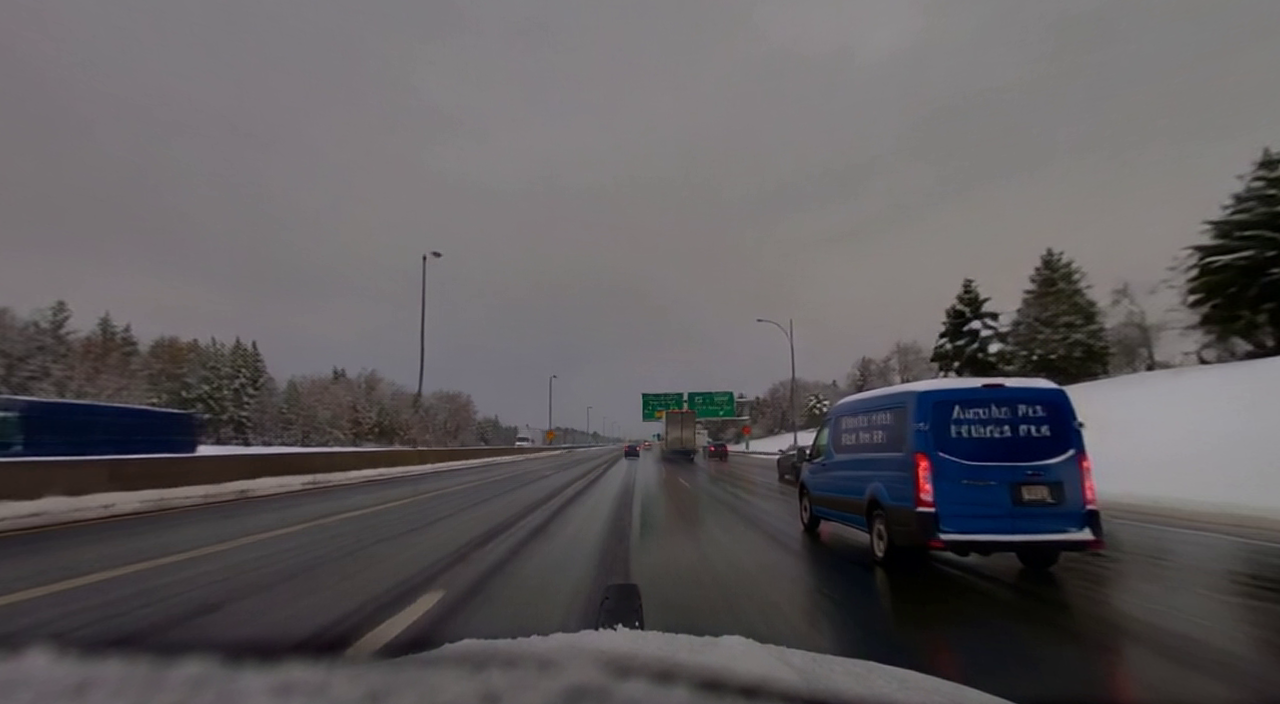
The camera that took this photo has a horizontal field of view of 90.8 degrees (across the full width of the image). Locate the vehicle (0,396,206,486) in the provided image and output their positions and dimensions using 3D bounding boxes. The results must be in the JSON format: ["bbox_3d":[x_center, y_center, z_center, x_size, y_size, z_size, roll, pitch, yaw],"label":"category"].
[{"bbox_3d":[-25.522,4.192,29.605,2.963,3.468,10.441,0,-8,0],"label":"vehicle"}]

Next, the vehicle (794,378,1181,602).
[{"bbox_3d":[3.620,1.551,7.980,2.035,1.931,4.841,0,-8,-1],"label":"vehicle"}]
